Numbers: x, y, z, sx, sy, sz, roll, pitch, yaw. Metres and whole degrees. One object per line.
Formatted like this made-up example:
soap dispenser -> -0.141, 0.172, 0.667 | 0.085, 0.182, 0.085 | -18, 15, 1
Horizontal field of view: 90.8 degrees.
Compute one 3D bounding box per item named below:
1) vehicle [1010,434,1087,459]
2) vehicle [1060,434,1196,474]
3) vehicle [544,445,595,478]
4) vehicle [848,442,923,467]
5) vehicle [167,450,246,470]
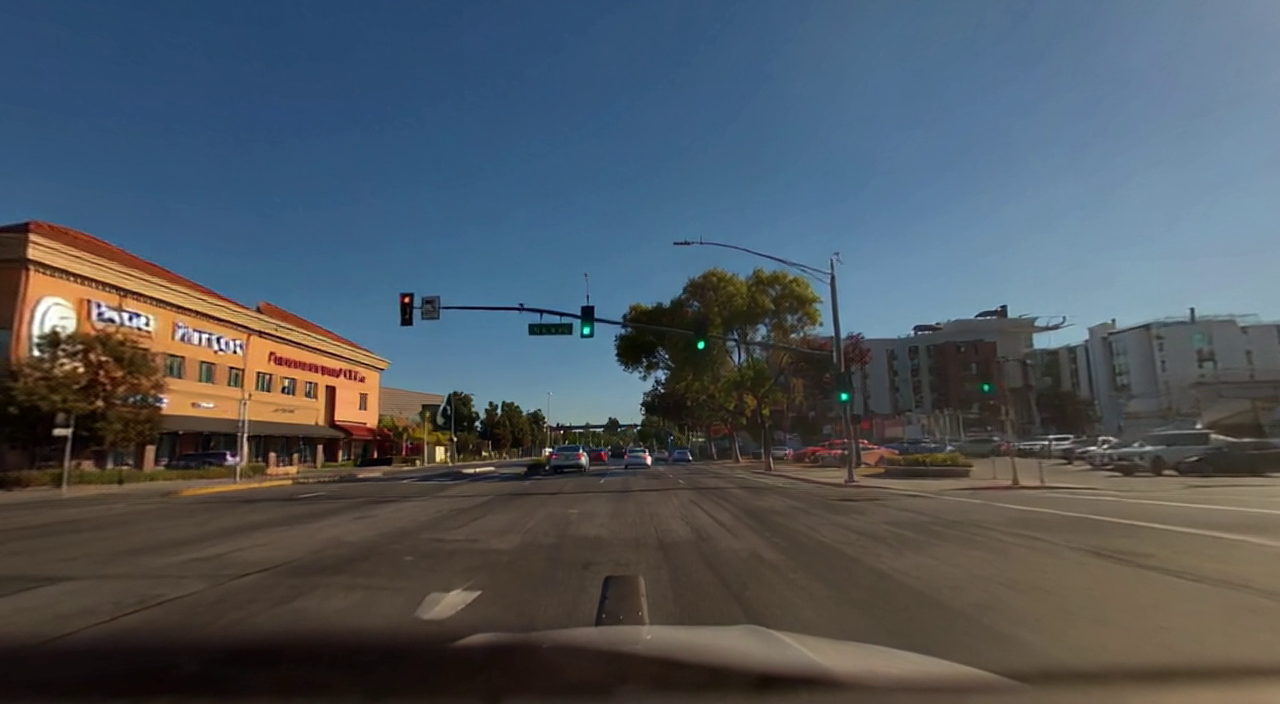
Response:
vehicle -> 29.600, 6.939, 45.982 | 2.053, 1.559, 5.138 | -2, -10, -2
vehicle -> 20.825, 4.370, 27.297 | 1.967, 1.540, 4.966 | 0, -9, 1
vehicle -> -3.580, 5.681, 33.009 | 2.035, 1.564, 4.702 | 0, -9, 1
vehicle -> 16.122, 6.701, 41.372 | 4.673, 1.555, 2.010 | 5, -10, -30
vehicle -> -33.668, 8.400, 49.151 | 4.544, 1.515, 2.218 | -1, -9, 3
